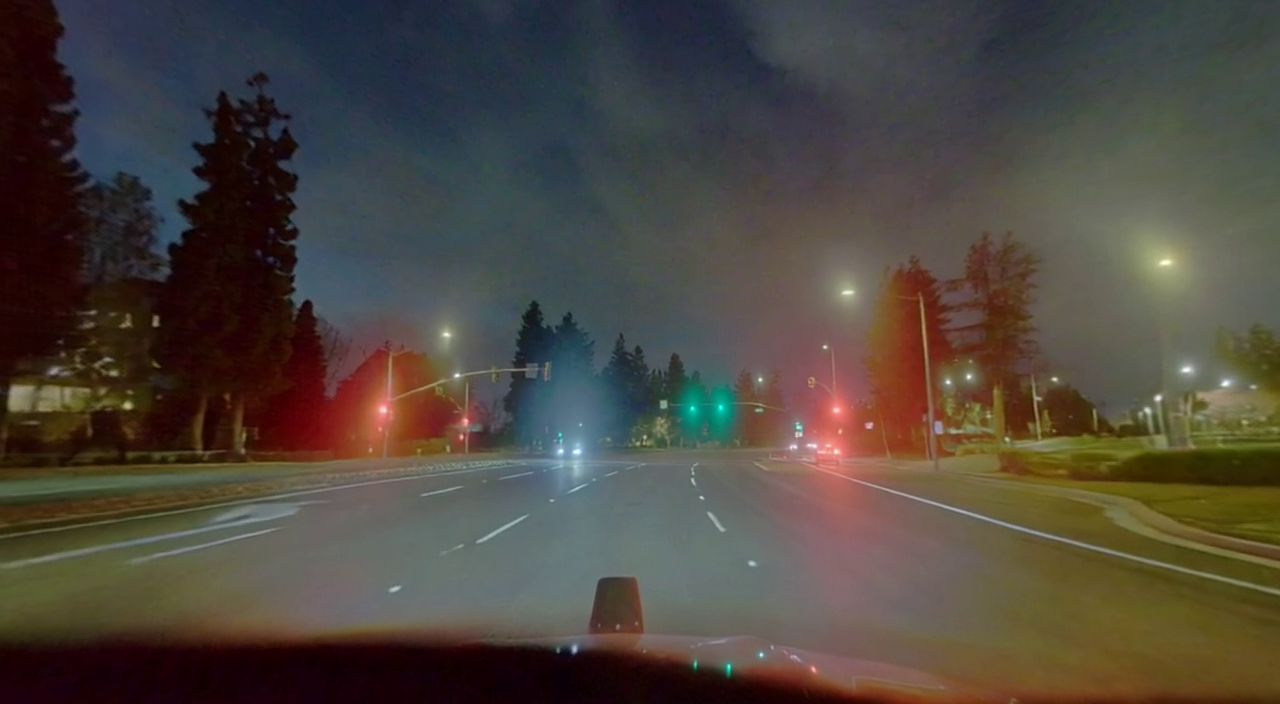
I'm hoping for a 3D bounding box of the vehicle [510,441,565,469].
[{"bbox_3d":[-5.701,5.793,35.724,1.893,1.503,4.309,-1,-8,7],"label":"vehicle"}]
